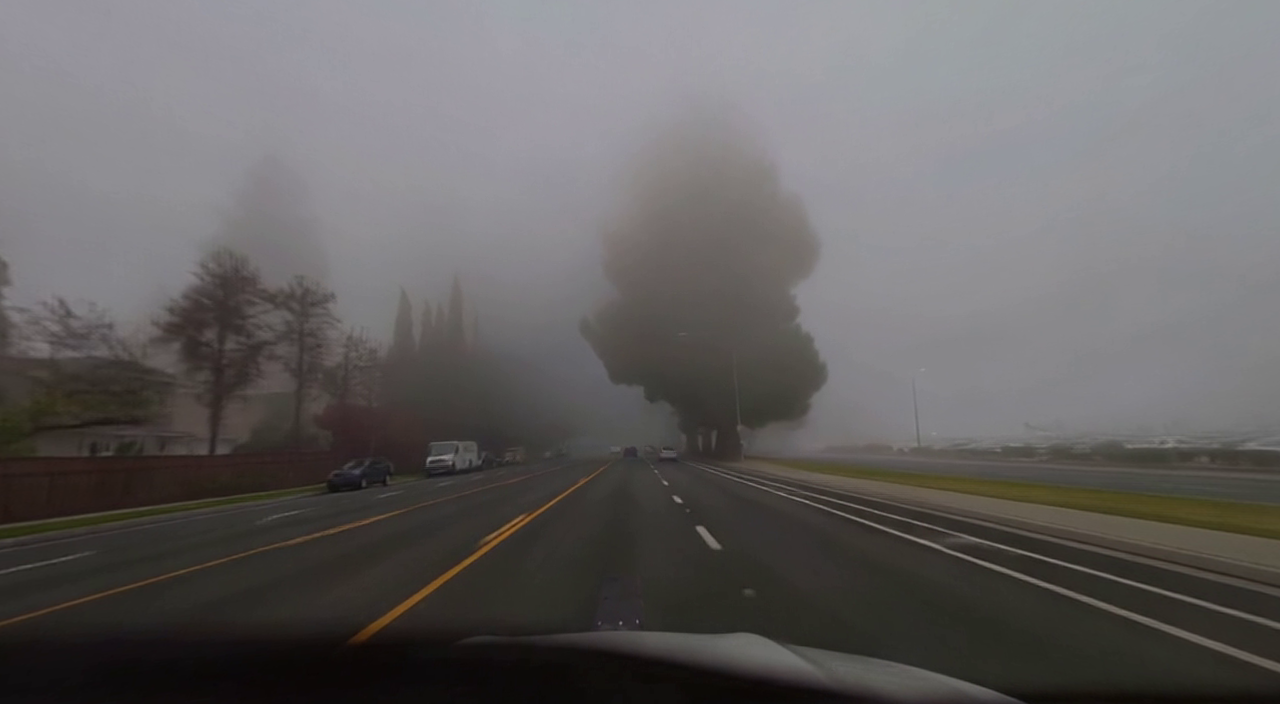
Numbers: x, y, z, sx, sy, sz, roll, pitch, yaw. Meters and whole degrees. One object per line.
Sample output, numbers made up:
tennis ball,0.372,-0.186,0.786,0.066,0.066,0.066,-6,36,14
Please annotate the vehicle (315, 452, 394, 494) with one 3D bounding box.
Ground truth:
vehicle,-12.401,5.234,27.693,1.762,1.552,3.901,-3,-8,-2

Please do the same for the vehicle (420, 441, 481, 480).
vehicle,-12.407,7.126,41.763,2.630,2.286,5.309,-2,-9,-3
